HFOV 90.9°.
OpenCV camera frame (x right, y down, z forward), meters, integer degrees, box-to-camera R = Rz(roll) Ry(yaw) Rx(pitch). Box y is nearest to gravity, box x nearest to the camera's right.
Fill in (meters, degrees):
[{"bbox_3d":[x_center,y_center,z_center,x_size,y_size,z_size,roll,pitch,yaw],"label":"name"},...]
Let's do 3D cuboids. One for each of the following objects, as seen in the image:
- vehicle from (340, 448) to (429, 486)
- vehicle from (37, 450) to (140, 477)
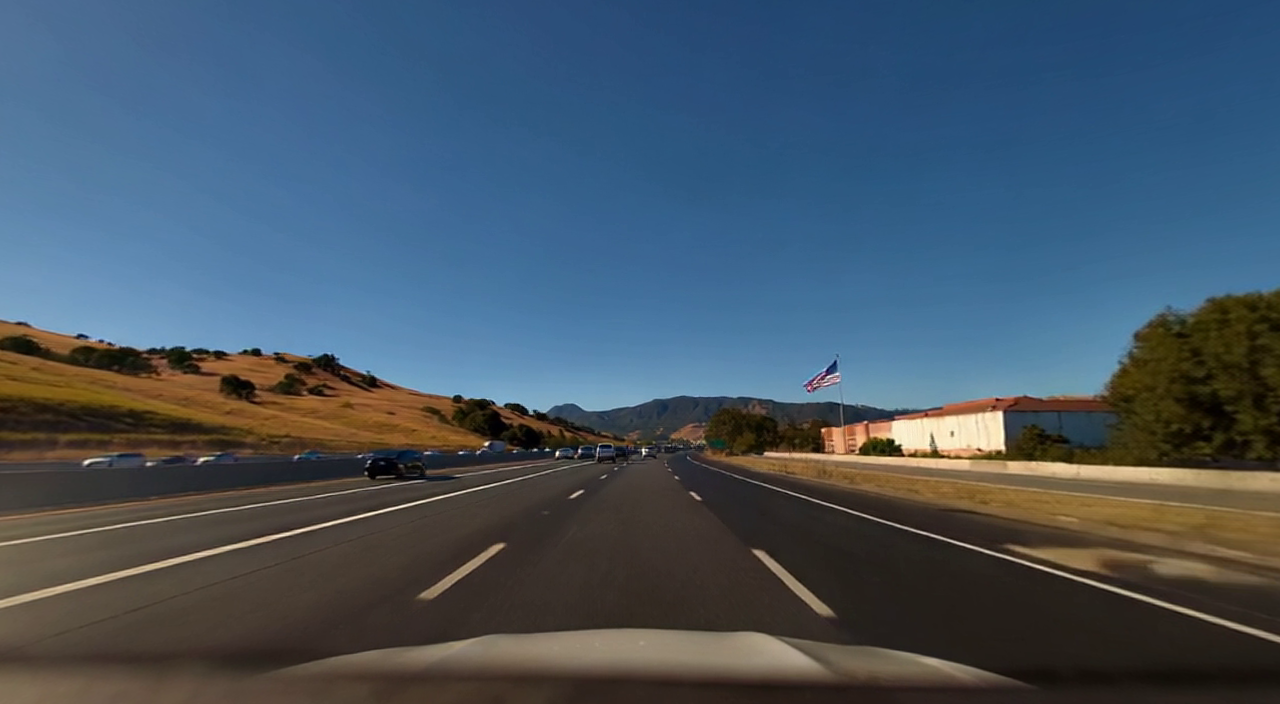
[{"bbox_3d":[-10.871,4.888,27.259,1.927,1.454,4.395,0,-8,1],"label":"vehicle"},{"bbox_3d":[-38.014,7.676,43.736,2.070,1.639,5.593,0,-8,1],"label":"vehicle"}]
